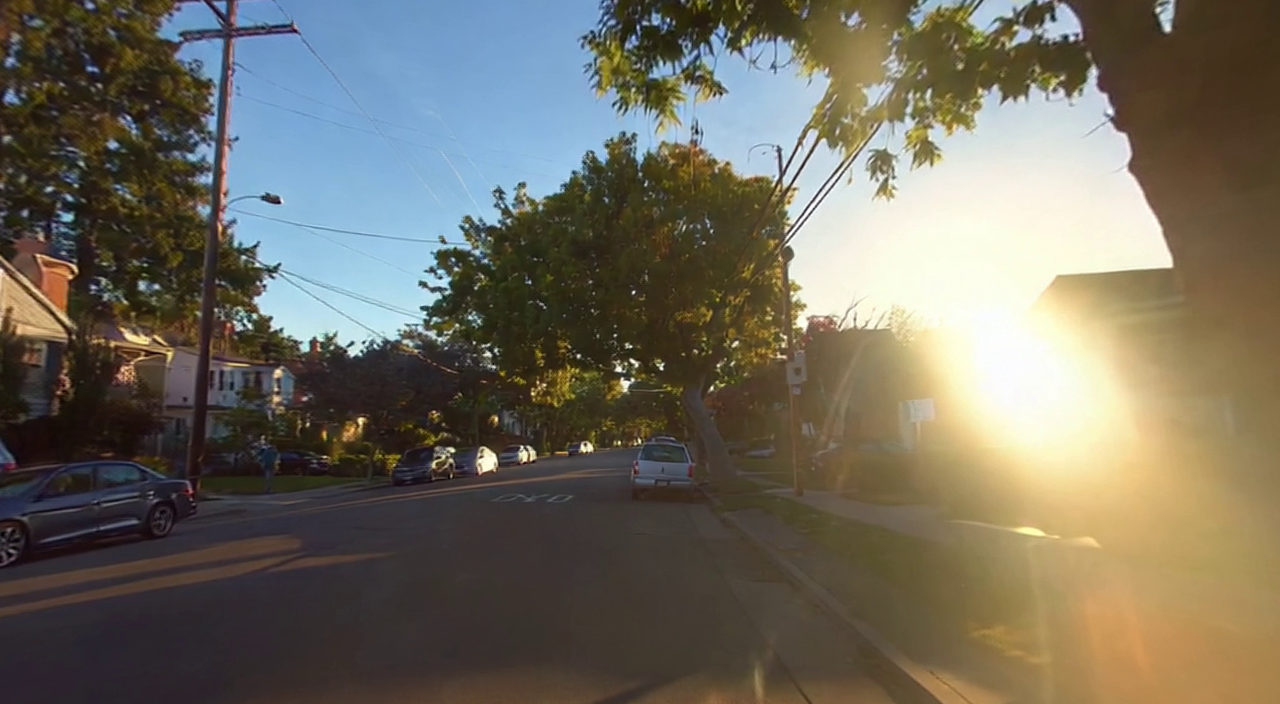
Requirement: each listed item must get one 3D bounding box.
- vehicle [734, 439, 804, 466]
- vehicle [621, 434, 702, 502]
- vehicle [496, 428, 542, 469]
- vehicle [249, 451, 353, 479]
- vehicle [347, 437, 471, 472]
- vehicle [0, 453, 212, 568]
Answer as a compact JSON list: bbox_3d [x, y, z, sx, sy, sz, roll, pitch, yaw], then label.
[{"bbox_3d":[8.140,6.377,40.222,4.075,1.674,1.811,0,-8,1],"label":"vehicle"},{"bbox_3d":[0.576,2.972,16.494,1.908,1.572,3.105,0,-8,3],"label":"vehicle"},{"bbox_3d":[-9.111,7.360,48.189,2.199,2.902,5.848,0,-8,1],"label":"vehicle"},{"bbox_3d":[-17.963,6.010,33.632,4.481,1.420,1.712,0,-9,-3],"label":"vehicle"},{"bbox_3d":[-13.683,6.110,37.720,6.488,2.009,2.354,0,-9,1],"label":"vehicle"},{"bbox_3d":[-9.415,2.373,10.027,1.968,1.449,4.502,0,-8,2],"label":"vehicle"}]
